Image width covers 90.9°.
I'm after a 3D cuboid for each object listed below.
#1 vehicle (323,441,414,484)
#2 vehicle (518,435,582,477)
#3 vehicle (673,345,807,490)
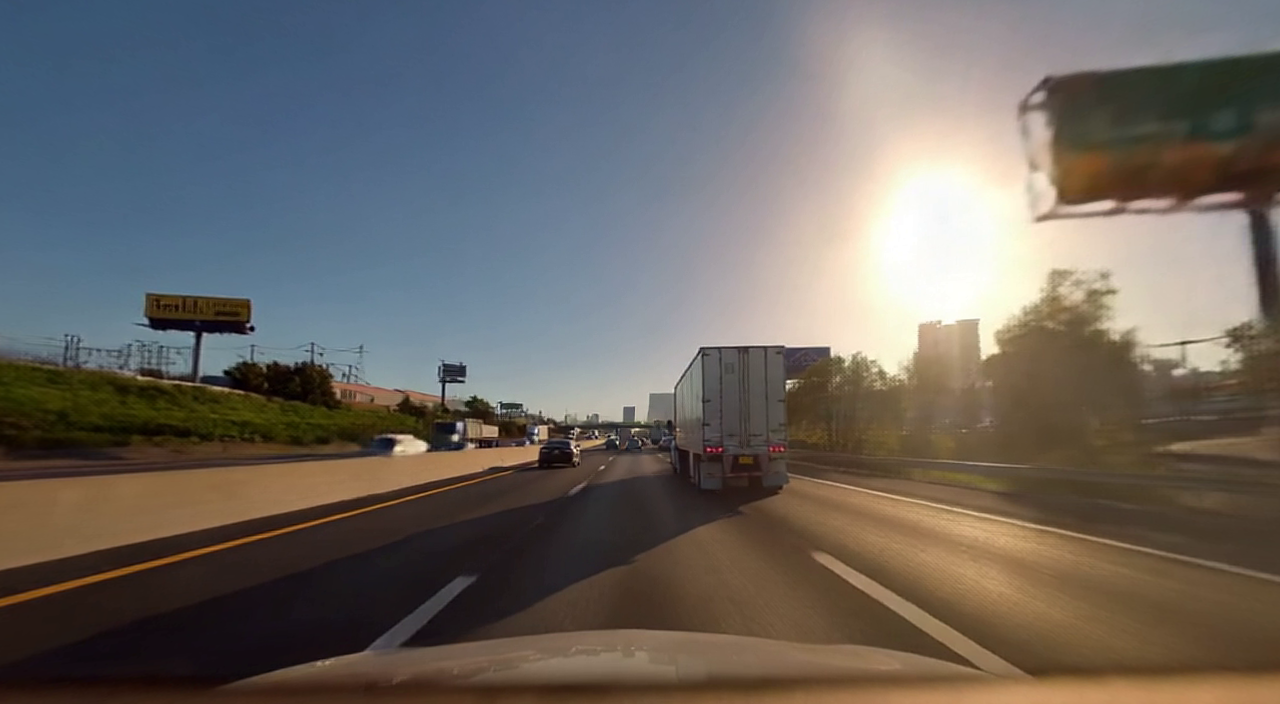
[{"bbox_3d":[-11.685,4.732,27.495,1.950,1.675,4.630,0,-8,-1],"label":"vehicle"},{"bbox_3d":[-3.395,3.970,24.441,1.930,1.484,3.849,0,-8,0],"label":"vehicle"},{"bbox_3d":[2.924,2.464,22.275,2.871,3.815,11.331,0,-8,0],"label":"vehicle"}]
